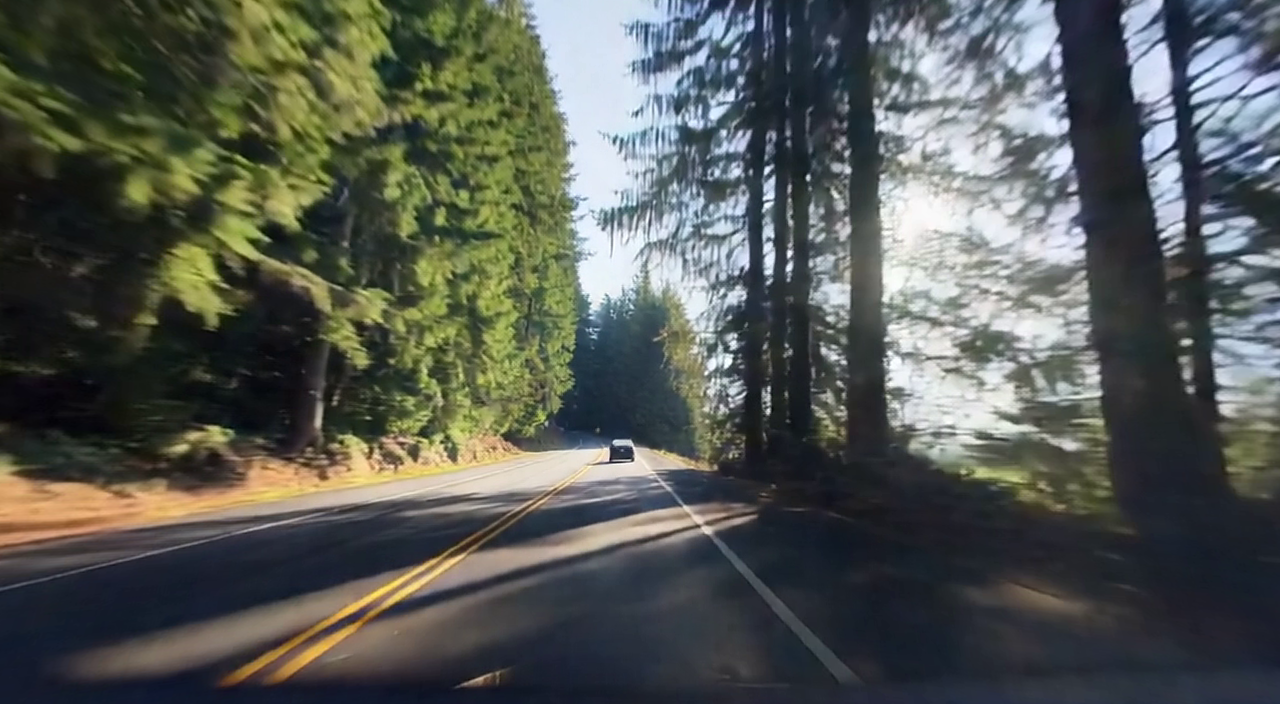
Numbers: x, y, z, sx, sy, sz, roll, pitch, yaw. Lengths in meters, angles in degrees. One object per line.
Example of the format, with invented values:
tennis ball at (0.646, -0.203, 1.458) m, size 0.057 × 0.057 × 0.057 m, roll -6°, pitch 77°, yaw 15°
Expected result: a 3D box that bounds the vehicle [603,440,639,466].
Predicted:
vehicle at (-1.179, 6.091, 38.353) m, size 2.042 × 1.489 × 3.963 m, roll 0°, pitch -8°, yaw -2°
